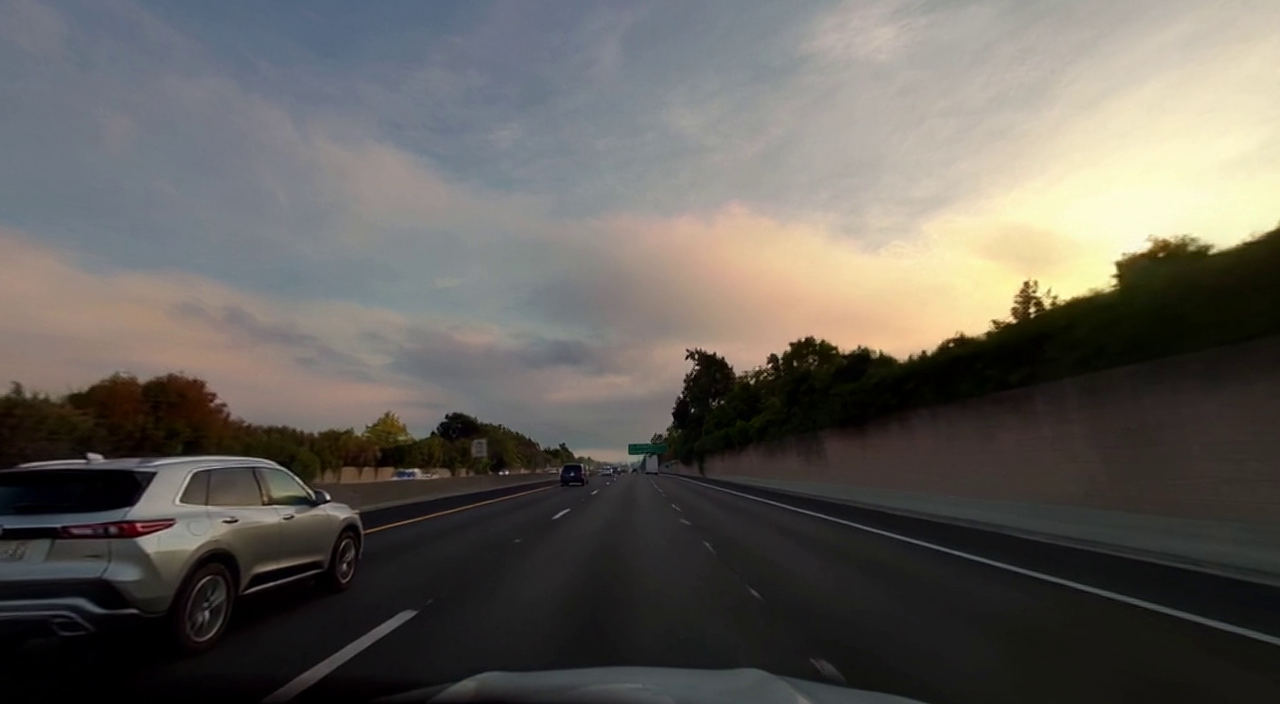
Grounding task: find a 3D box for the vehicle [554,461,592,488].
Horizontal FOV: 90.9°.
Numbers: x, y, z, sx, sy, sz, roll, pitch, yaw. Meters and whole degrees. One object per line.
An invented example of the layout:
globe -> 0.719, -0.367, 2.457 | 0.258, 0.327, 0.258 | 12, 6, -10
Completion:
vehicle -> -4.584, 8.481, 43.839 | 2.178, 1.736, 4.847 | 1, -10, 0
